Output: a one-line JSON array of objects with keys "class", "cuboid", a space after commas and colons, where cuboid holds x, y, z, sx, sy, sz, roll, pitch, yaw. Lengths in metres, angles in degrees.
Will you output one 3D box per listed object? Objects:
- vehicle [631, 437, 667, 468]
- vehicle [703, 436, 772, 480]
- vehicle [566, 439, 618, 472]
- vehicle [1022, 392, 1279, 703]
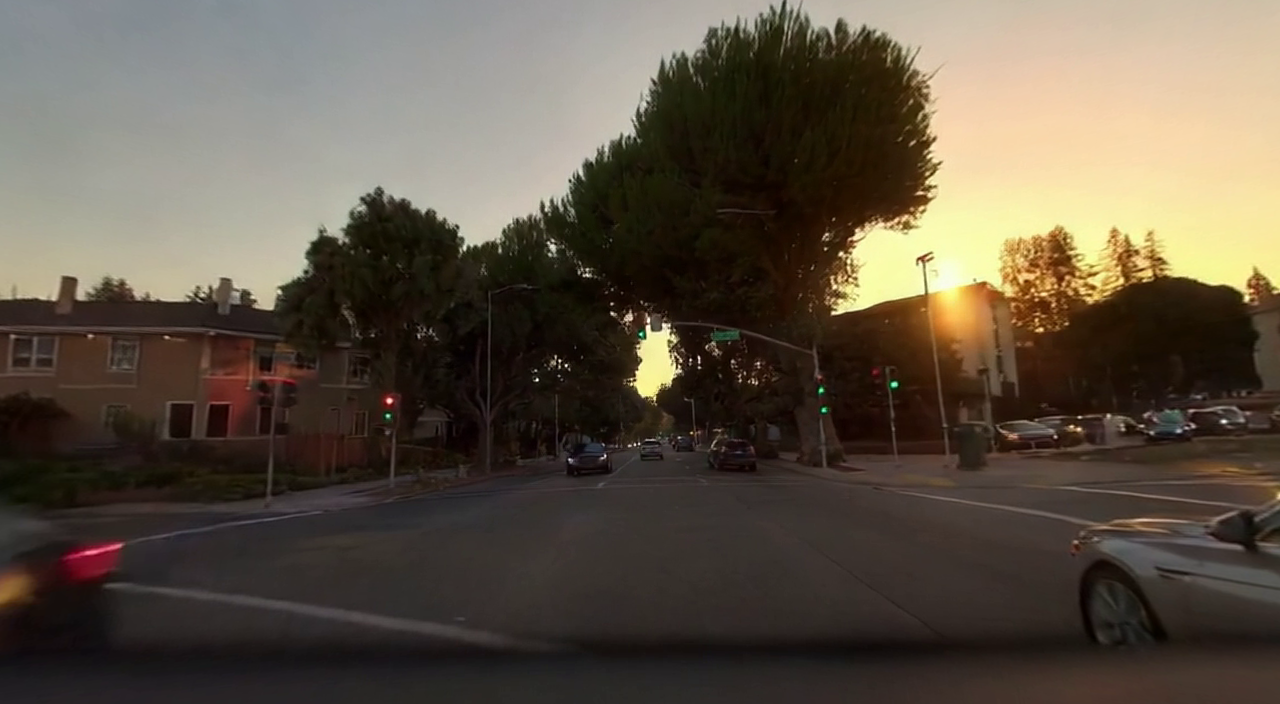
[{"class": "vehicle", "cuboid": [0.543, 6.256, 39.381, 2.118, 1.813, 4.326, 0, -9, 0]}, {"class": "vehicle", "cuboid": [3.745, 4.156, 25.051, 2.035, 1.564, 4.719, 0, -9, 1]}, {"class": "vehicle", "cuboid": [-2.874, 6.339, 38.936, 2.666, 1.885, 5.029, 0, -9, 1]}, {"class": "vehicle", "cuboid": [3.238, 0.731, 1.172, 2.072, 1.471, 4.834, 0, -9, 1]}]
